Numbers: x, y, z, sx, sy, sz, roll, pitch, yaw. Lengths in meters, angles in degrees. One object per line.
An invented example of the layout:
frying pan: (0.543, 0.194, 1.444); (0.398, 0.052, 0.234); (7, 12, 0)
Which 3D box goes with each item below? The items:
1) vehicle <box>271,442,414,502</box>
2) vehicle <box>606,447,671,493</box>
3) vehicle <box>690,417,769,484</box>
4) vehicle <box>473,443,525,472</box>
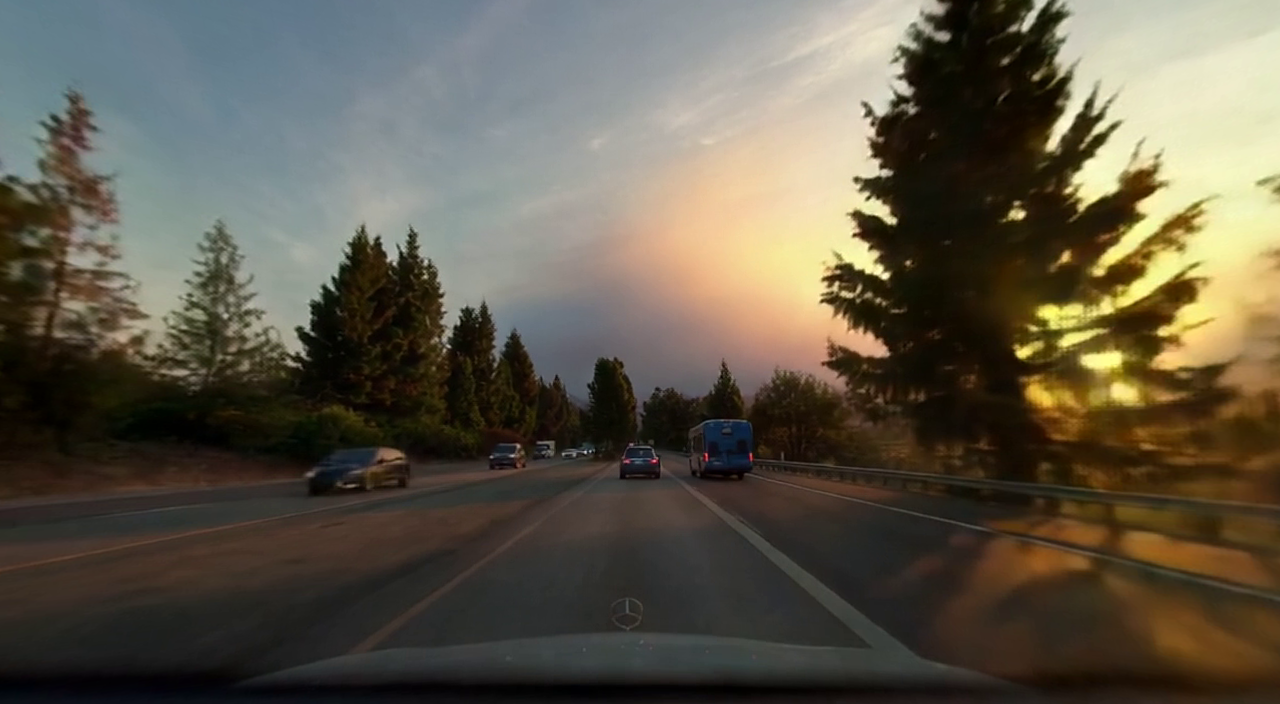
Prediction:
vehicle: (-8.024, 3.260, 17.492); (2.047, 1.440, 3.907); (0, -9, 0)
vehicle: (-0.048, 3.995, 21.647); (2.037, 1.417, 3.885); (0, -9, 0)
vehicle: (3.805, 4.382, 28.155); (2.513, 2.633, 5.930); (0, -9, -1)
vehicle: (-7.929, 5.986, 35.889); (1.899, 1.539, 4.250); (0, -9, 1)
